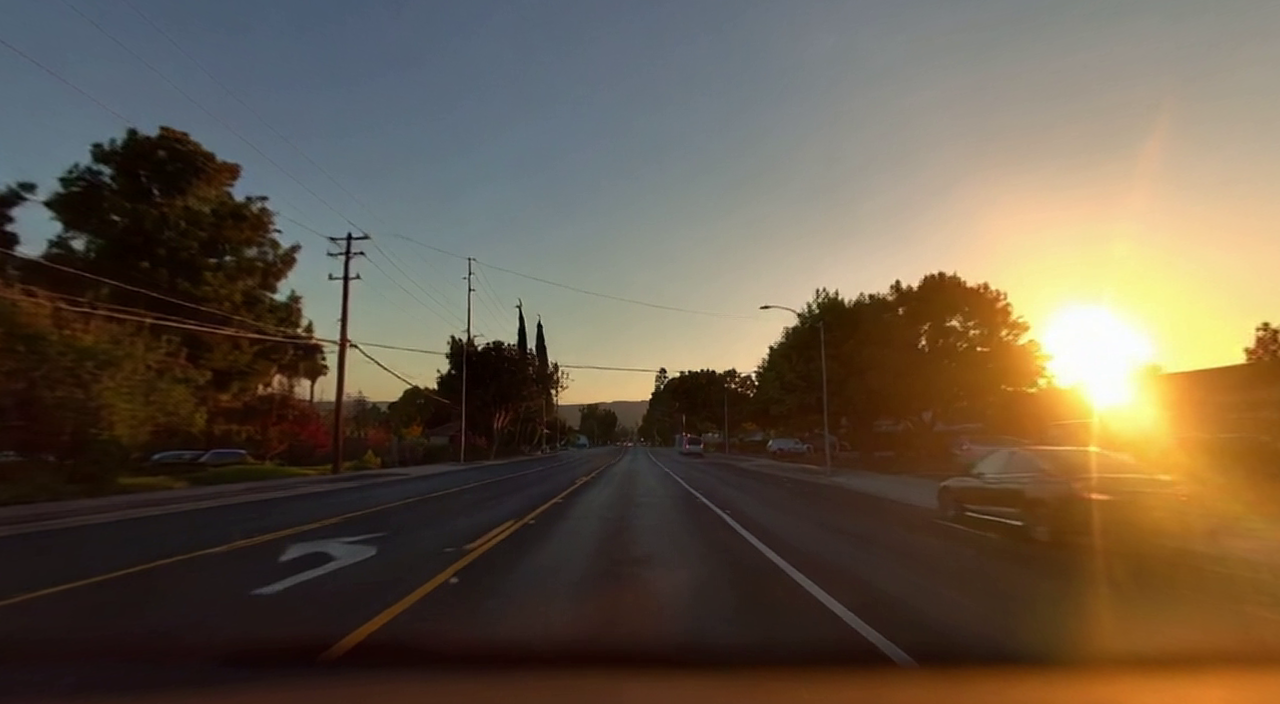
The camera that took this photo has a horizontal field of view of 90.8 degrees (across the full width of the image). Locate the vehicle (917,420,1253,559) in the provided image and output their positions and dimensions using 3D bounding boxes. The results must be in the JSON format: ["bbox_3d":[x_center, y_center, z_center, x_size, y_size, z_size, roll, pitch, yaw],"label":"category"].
[{"bbox_3d":[6.752,2.112,10.492,2.043,1.747,4.680,0,-9,-1],"label":"vehicle"}]
